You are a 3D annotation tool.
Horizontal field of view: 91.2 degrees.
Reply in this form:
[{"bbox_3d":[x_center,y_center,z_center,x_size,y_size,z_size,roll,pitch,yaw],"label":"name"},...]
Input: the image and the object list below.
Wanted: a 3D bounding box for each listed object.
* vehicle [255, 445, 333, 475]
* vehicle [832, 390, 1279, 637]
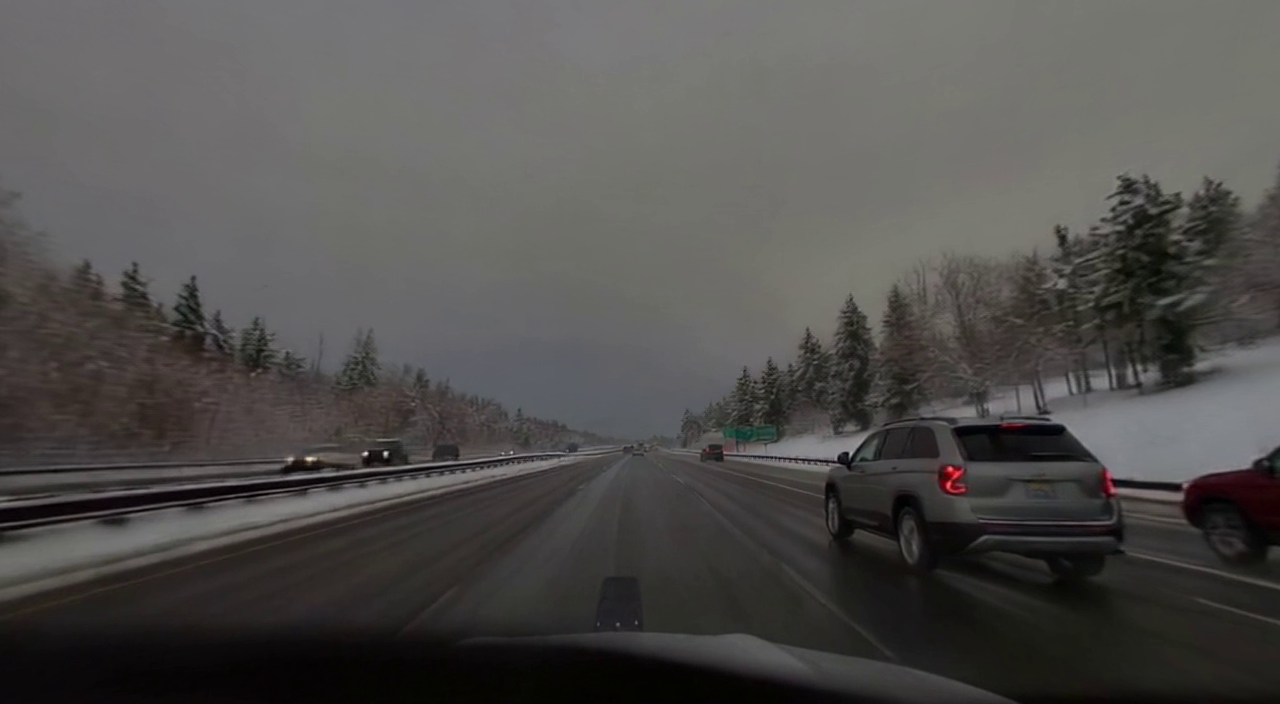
[{"bbox_3d":[-18.357,5.739,33.475,1.833,1.503,4.093,0,-9,0],"label":"vehicle"},{"bbox_3d":[3.607,1.462,6.593,1.784,1.733,4.141,0,-9,-1],"label":"vehicle"}]
